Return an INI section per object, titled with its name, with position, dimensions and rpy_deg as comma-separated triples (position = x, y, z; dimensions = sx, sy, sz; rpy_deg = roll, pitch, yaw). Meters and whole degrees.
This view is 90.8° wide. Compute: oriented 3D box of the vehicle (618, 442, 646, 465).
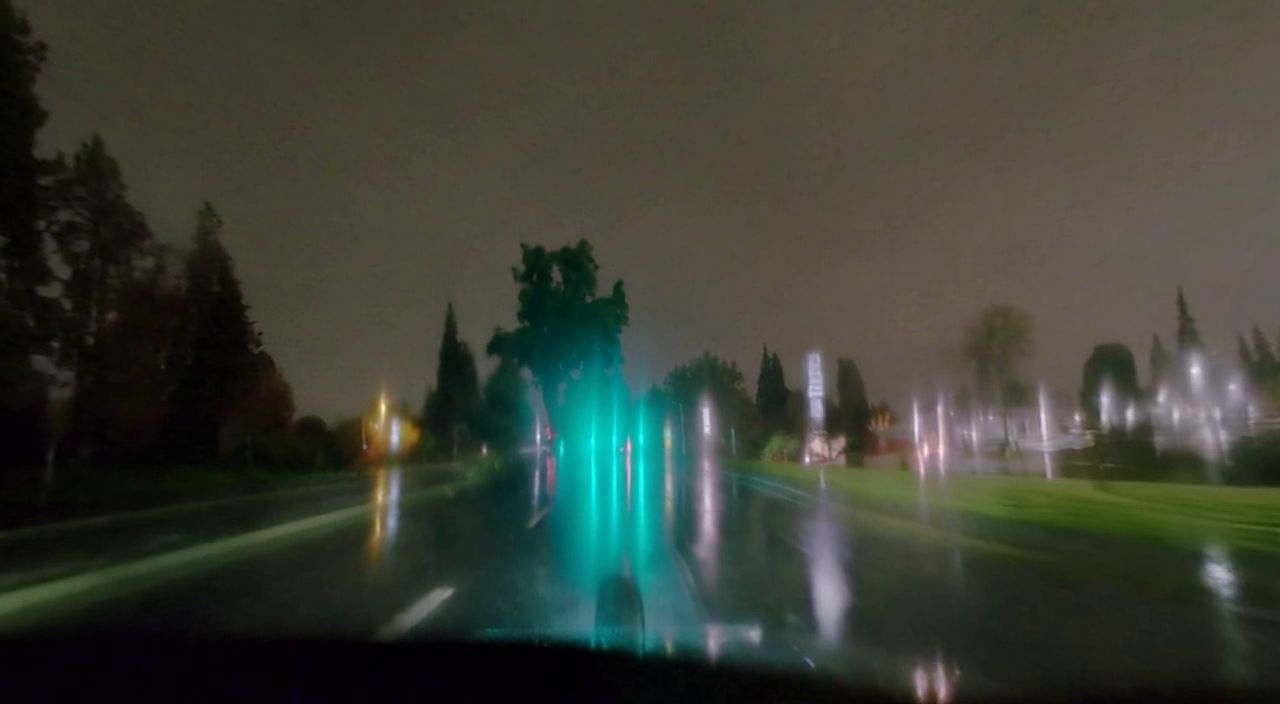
[vehicle]
position = -0.613, 7.628, 47.503
dimensions = 2.045, 1.613, 4.210
rpy_deg = 0, -8, -1
